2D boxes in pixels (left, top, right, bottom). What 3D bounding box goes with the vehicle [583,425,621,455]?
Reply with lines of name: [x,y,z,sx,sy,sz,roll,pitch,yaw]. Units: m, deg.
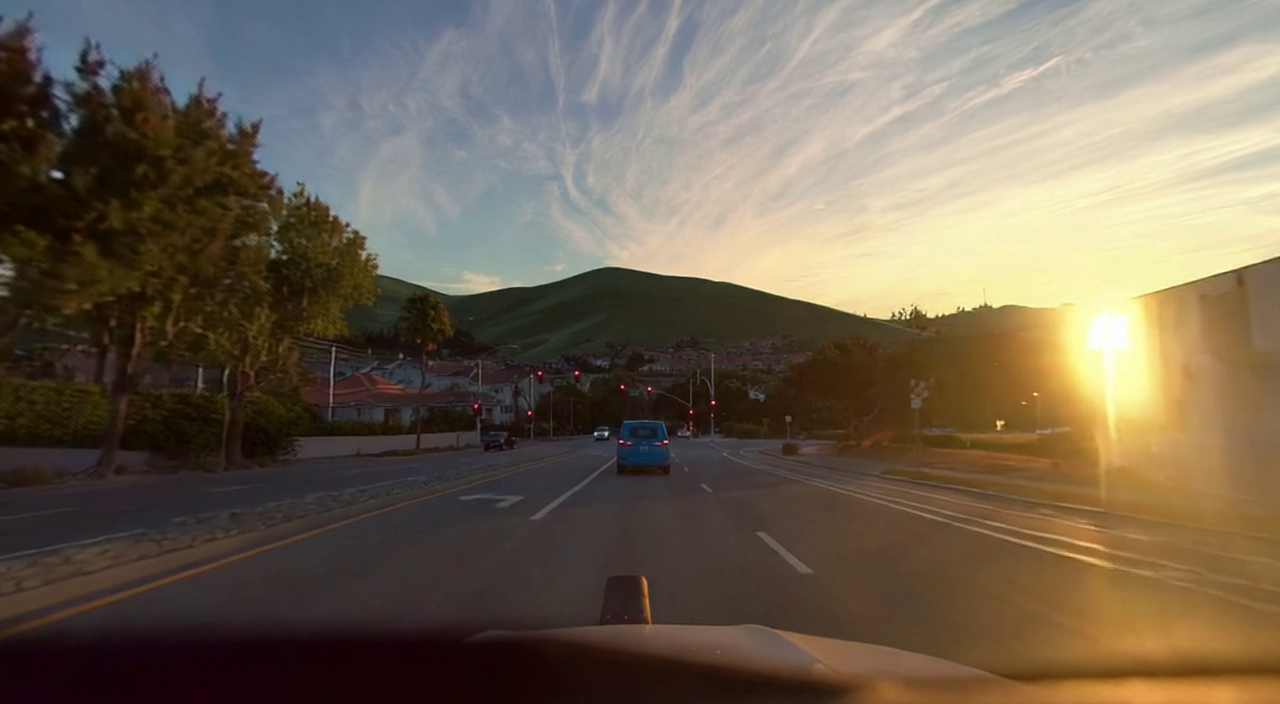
vehicle: [-2.414,5.758,41.166,2.131,1.783,4.540,-1,-8,1]

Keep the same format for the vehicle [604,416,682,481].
vehicle: [0.100,3.045,20.056,2.185,1.822,4.391,-1,-8,1]

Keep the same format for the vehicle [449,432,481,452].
vehicle: [-13.388,6.856,47.944,1.991,1.469,4.596,2,-8,-19]
